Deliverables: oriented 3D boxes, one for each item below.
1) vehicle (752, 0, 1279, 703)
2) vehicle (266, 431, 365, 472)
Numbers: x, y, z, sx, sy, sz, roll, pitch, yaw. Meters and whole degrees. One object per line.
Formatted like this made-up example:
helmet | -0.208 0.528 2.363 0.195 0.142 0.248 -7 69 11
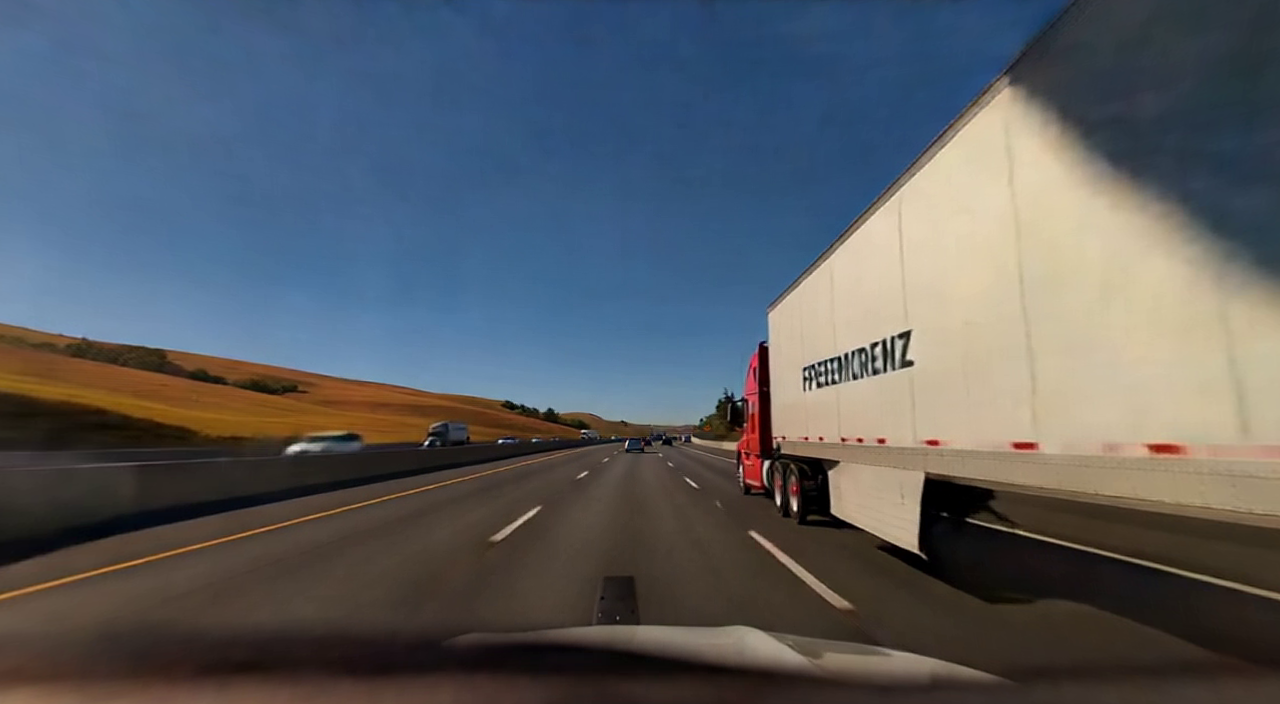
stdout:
vehicle | 3.664 -0.217 3.810 2.976 4.077 14.571 0 -8 -1
vehicle | -14.448 4.437 28.404 1.883 1.651 4.896 0 -8 0
